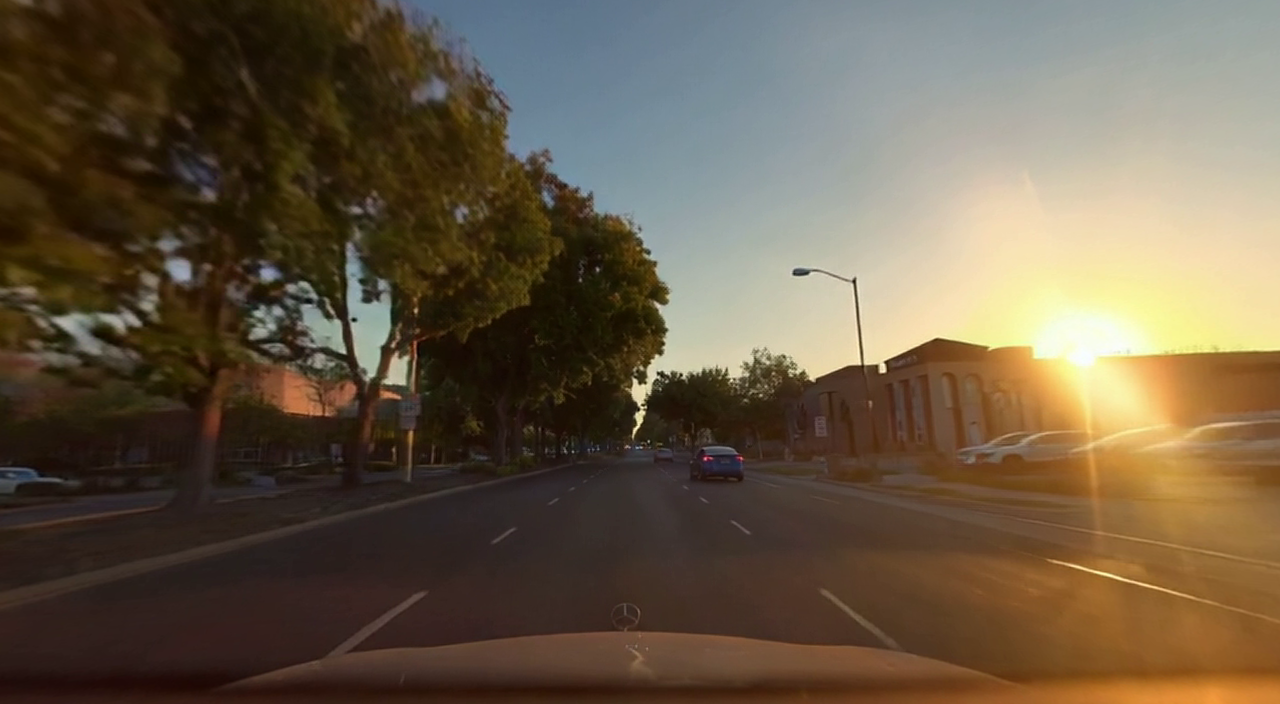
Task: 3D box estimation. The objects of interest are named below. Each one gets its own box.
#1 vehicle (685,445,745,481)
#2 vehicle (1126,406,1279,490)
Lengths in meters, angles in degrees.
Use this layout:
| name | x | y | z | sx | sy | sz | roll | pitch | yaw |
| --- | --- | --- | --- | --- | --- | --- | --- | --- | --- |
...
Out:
| name | x | y | z | sx | sy | sz | roll | pitch | yaw |
| --- | --- | --- | --- | --- | --- | --- | --- | --- | --- |
| vehicle | 3.333 | 5.005 | 28.896 | 2.033 | 1.482 | 4.571 | 0 | -8 | -2 |
| vehicle | 16.164 | 2.423 | 16.025 | 5.749 | 1.961 | 2.230 | 0 | -8 | -1 |
